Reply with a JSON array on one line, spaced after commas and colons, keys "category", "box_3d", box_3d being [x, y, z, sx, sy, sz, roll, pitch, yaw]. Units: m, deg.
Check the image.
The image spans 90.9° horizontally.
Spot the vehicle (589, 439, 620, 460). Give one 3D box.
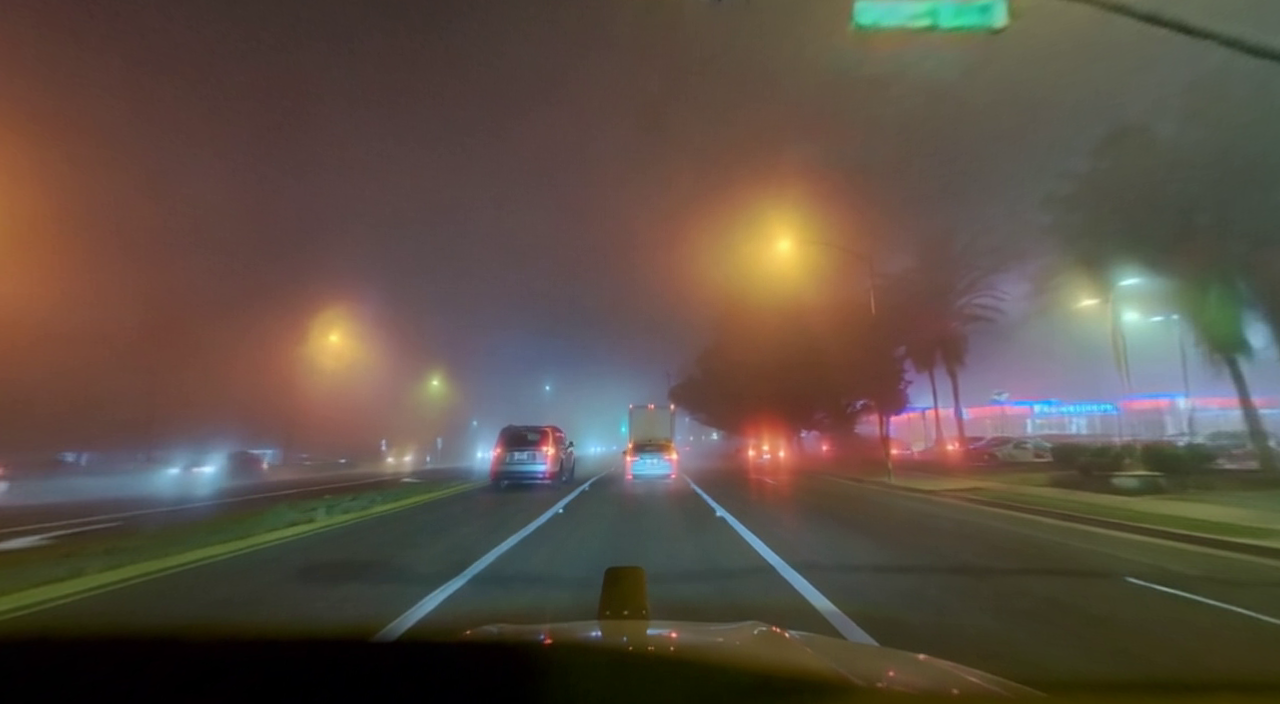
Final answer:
[{"category": "vehicle", "box_3d": [-2.581, 7.204, 46.625, 1.902, 1.522, 3.523, -1, -8, 3]}]

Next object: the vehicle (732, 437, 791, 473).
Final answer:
[{"category": "vehicle", "box_3d": [5.525, 4.728, 29.117, 1.900, 1.507, 4.151, 0, -8, 0]}]

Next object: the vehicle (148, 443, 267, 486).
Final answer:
[{"category": "vehicle", "box_3d": [-18.560, 4.812, 27.344, 1.945, 1.666, 4.478, 0, -8, 0]}]

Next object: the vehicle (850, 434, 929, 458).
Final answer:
[{"category": "vehicle", "box_3d": [16.368, 6.186, 41.517, 4.323, 1.496, 1.937, 0, -8, -1]}]

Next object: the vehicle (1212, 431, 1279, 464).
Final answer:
[{"category": "vehicle", "box_3d": [28.438, 4.393, 29.071, 3.873, 1.429, 1.765, 5, -10, -30]}]

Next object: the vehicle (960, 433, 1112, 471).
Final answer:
[{"category": "vehicle", "box_3d": [15.605, 3.952, 25.006, 4.756, 1.422, 1.831, 0, -8, -1]}]

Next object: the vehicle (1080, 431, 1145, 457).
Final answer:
[{"category": "vehicle", "box_3d": [28.871, 5.611, 38.485, 3.799, 1.541, 1.747, 5, -10, -31]}]

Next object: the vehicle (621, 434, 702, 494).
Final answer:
[{"category": "vehicle", "box_3d": [0.563, 3.131, 18.002, 2.061, 1.494, 4.079, 0, -8, 1]}]

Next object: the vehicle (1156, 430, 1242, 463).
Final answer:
[{"category": "vehicle", "box_3d": [28.481, 4.792, 32.099, 4.207, 1.443, 1.889, 3, -9, -30]}]

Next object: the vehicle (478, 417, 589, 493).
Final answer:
[{"category": "vehicle", "box_3d": [-2.962, 3.041, 18.900, 2.289, 1.935, 5.227, 0, -8, 1]}]
